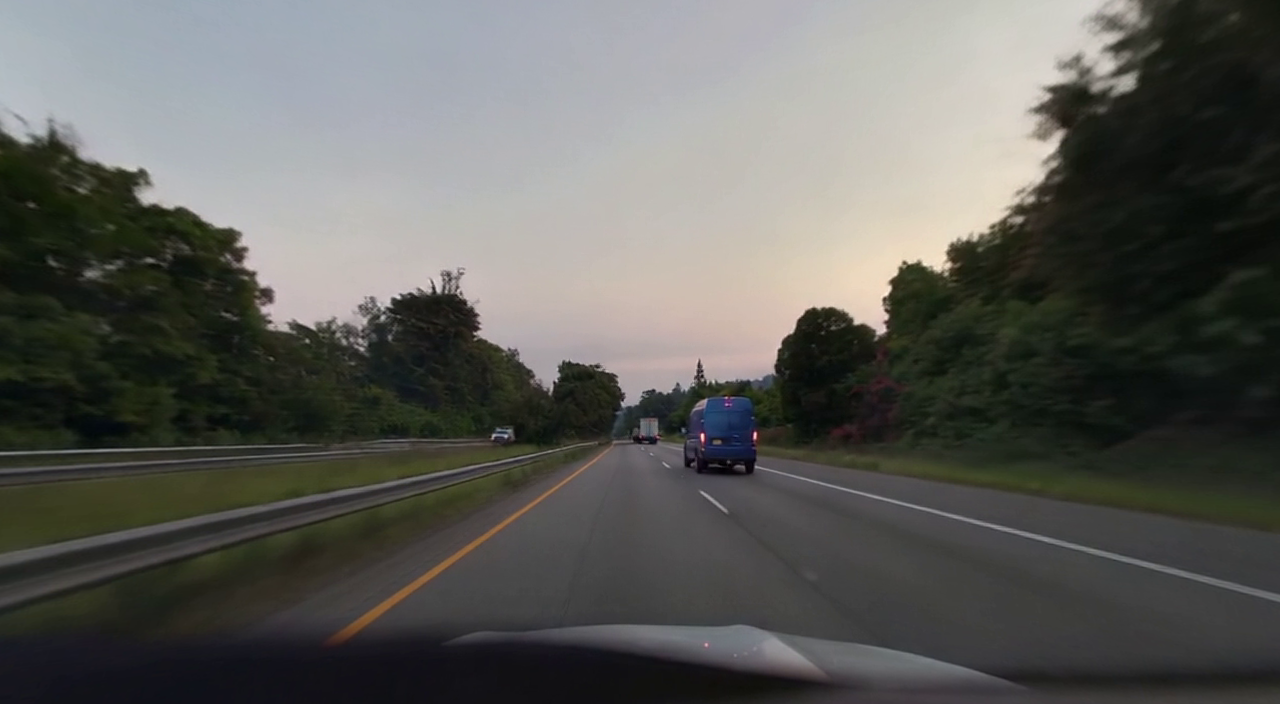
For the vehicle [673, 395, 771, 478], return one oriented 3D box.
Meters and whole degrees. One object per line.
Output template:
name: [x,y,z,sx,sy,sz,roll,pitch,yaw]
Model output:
vehicle: [2.723,3.072,22.927,2.570,2.596,6.082,0,-8,-2]
